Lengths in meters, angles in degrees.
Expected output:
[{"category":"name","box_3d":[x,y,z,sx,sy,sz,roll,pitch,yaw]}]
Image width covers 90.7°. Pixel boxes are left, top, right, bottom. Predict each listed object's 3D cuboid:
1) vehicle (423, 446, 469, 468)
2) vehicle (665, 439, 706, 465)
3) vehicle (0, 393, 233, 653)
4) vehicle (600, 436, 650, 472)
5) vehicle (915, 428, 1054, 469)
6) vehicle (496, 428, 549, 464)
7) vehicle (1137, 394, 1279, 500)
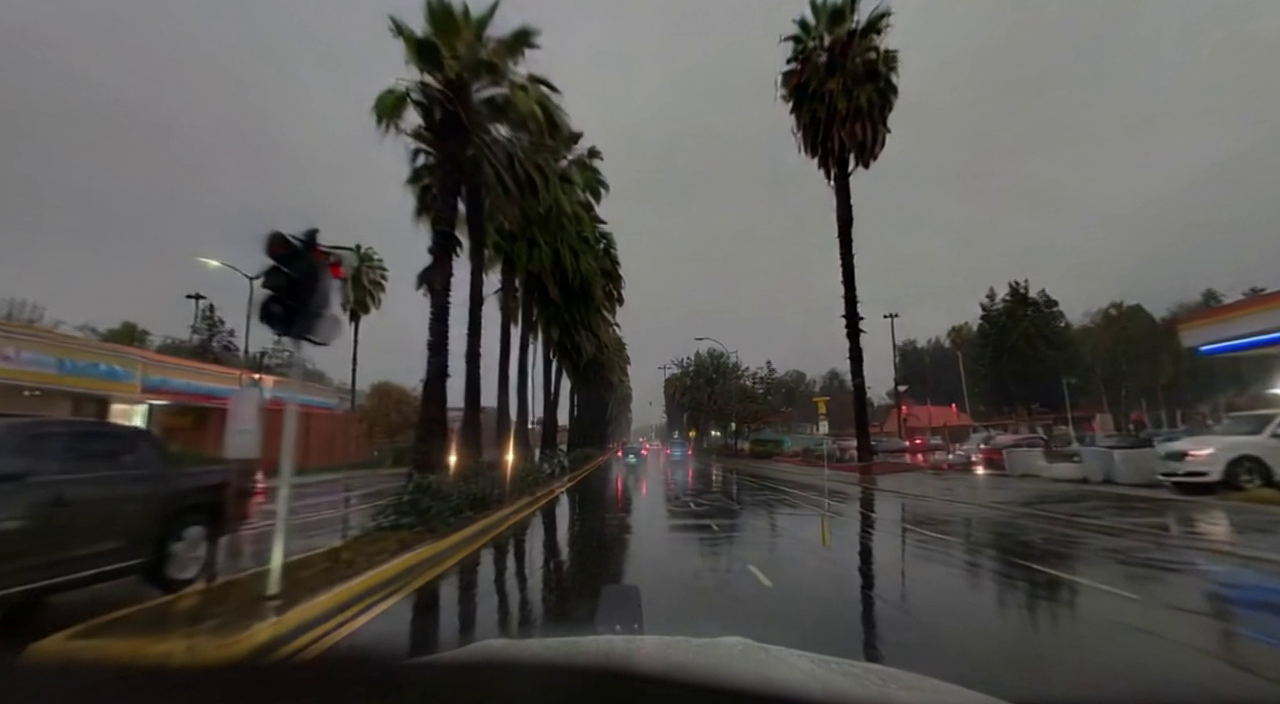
[{"category":"vehicle","box_3d":[-14.397,7.802,47.213,1.899,1.500,4.521,-1,-9,1]},{"category":"vehicle","box_3d":[2.728,6.099,38.839,2.060,1.471,4.168,0,-9,-1]},{"category":"vehicle","box_3d":[-5.128,1.110,4.100,2.060,1.643,4.359,-1,-9,0]},{"category":"vehicle","box_3d":[-0.693,4.706,29.459,2.160,1.508,4.319,0,-9,-2]},{"category":"vehicle","box_3d":[13.570,3.815,25.100,4.360,1.523,1.900,0,-9,-1]},{"category":"vehicle","box_3d":[-8.749,7.117,47.853,2.820,2.454,5.993,-1,-9,0]},{"category":"vehicle","box_3d":[13.680,1.864,12.650,5.718,1.911,2.088,0,-9,-2]}]
